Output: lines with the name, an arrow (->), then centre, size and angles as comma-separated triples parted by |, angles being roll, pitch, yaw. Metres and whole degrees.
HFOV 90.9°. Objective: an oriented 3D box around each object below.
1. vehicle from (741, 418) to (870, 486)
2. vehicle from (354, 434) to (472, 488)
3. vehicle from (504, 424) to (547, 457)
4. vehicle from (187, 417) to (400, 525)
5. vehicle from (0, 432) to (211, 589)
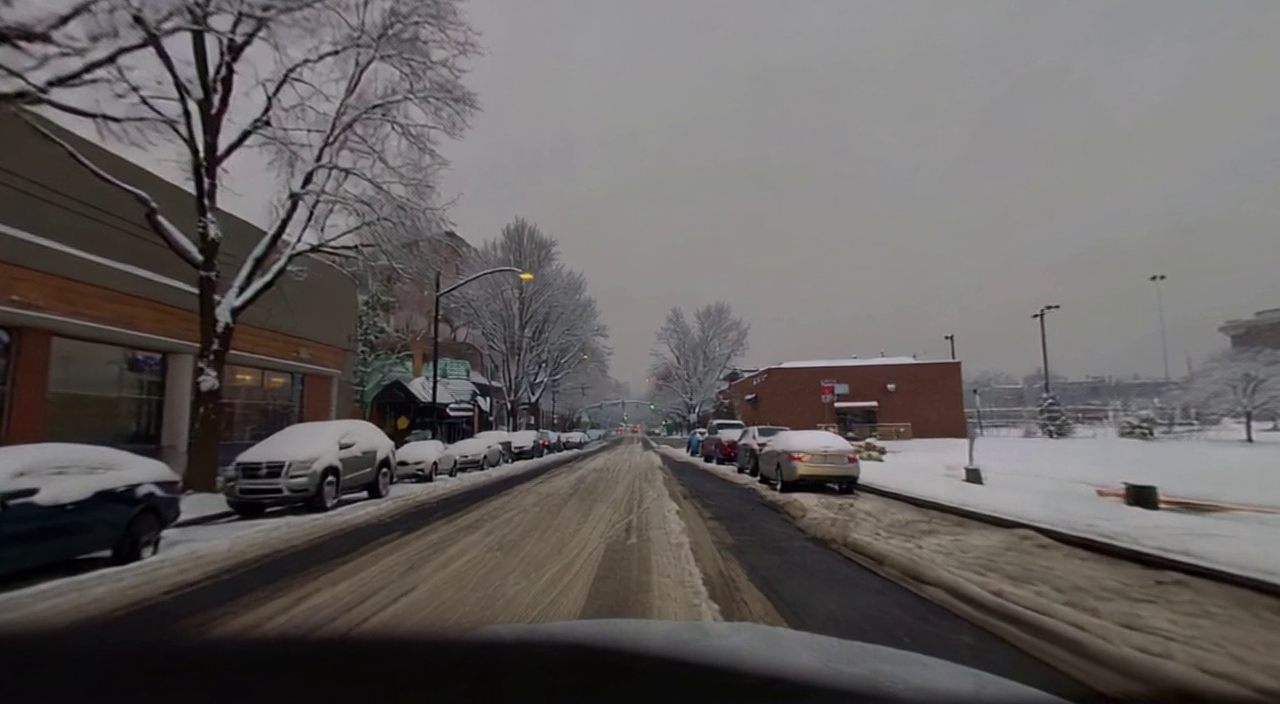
vehicle -> 4.059, 2.570, 16.444 | 1.973, 1.494, 4.867 | 0, -8, -1
vehicle -> -7.238, 3.500, 20.736 | 2.001, 1.502, 4.851 | -1, -8, 1
vehicle -> -7.270, 5.758, 40.557 | 1.996, 1.770, 5.518 | -1, -10, -3
vehicle -> -7.218, 2.456, 13.911 | 2.238, 1.891, 4.780 | -1, -7, -3
vehicle -> -7.138, 1.670, 6.861 | 1.917, 1.487, 4.659 | -2, -8, -4
